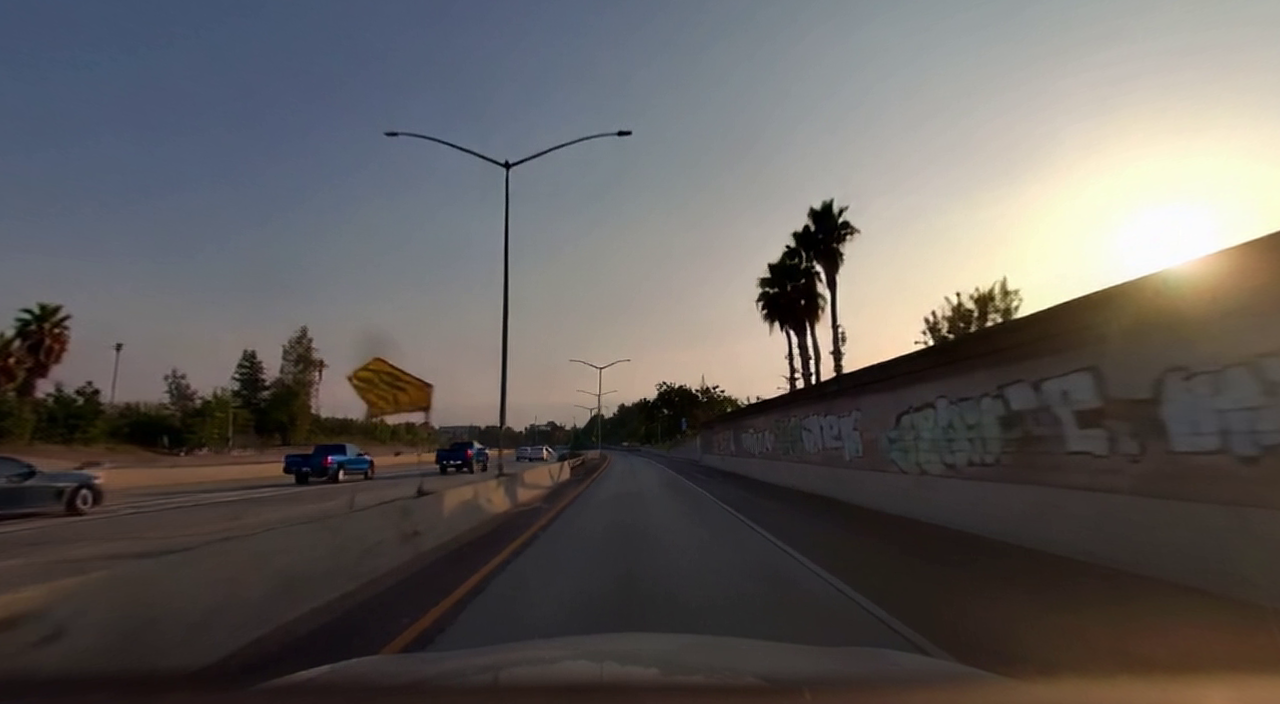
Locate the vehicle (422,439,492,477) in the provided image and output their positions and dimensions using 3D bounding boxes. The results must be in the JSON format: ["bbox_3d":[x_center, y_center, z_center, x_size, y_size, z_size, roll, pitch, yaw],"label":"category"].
[{"bbox_3d":[-10.354,6.028,36.220,2.342,1.999,5.594,0,-9,0],"label":"vehicle"}]

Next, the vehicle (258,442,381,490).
[{"bbox_3d":[-13.961,4.986,28.022,2.272,1.882,5.941,0,-9,1],"label":"vehicle"}]
